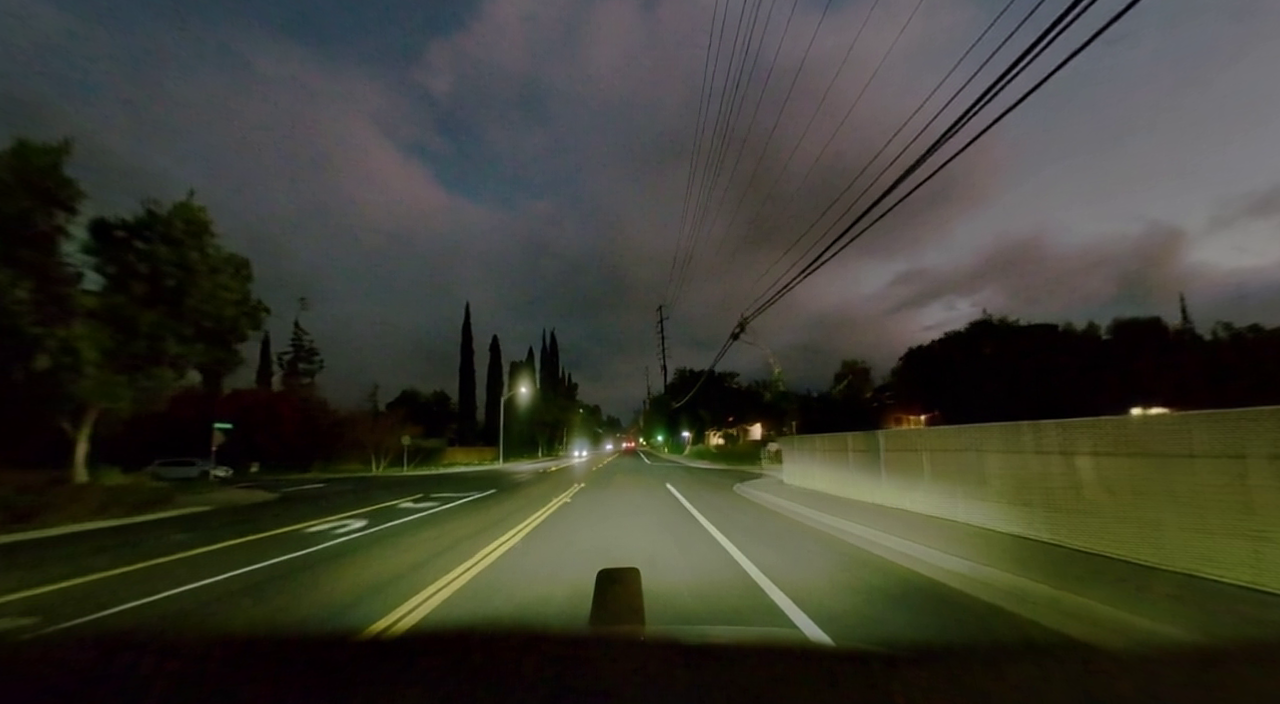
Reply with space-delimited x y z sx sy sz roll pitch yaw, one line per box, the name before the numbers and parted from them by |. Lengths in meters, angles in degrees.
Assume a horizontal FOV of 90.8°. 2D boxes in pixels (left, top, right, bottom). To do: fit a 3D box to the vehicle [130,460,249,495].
vehicle | -21.125 5.898 29.743 4.241 1.385 1.727 2 -11 2
